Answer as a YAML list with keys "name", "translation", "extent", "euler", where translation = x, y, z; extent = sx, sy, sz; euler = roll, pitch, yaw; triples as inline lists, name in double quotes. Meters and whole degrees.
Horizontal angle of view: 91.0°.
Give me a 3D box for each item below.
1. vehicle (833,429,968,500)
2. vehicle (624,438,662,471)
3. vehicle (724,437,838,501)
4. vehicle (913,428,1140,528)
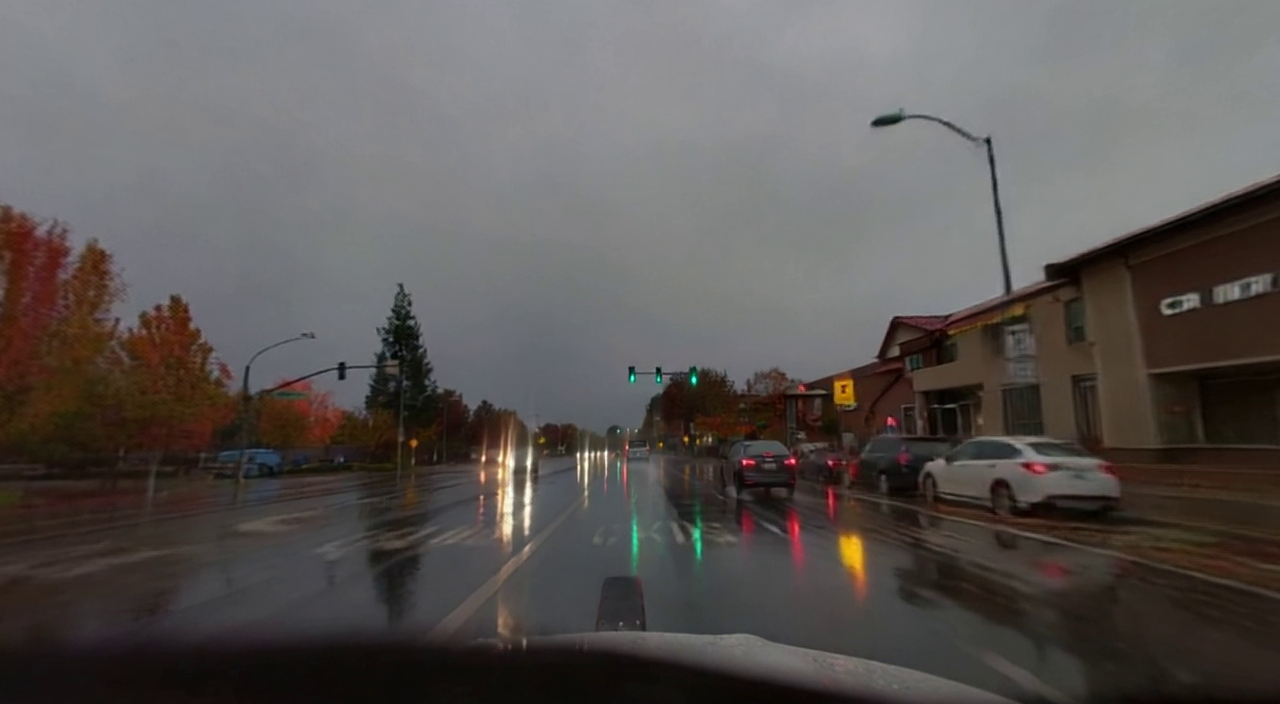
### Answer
- name: "vehicle"
  translation: [7.171, 3.138, 17.897]
  extent: [1.934, 1.723, 4.414]
  euler: [0, -9, 0]
- name: "vehicle"
  translation: [0.160, 6.363, 39.234]
  extent: [2.239, 1.856, 4.815]
  euler: [0, -9, -1]
- name: "vehicle"
  translation: [3.735, 3.191, 17.562]
  extent: [2.178, 1.546, 4.311]
  euler: [0, -9, 0]
- name: "vehicle"
  translation: [7.211, 2.382, 12.405]
  extent: [1.876, 1.598, 4.171]
  euler: [0, -9, 1]
